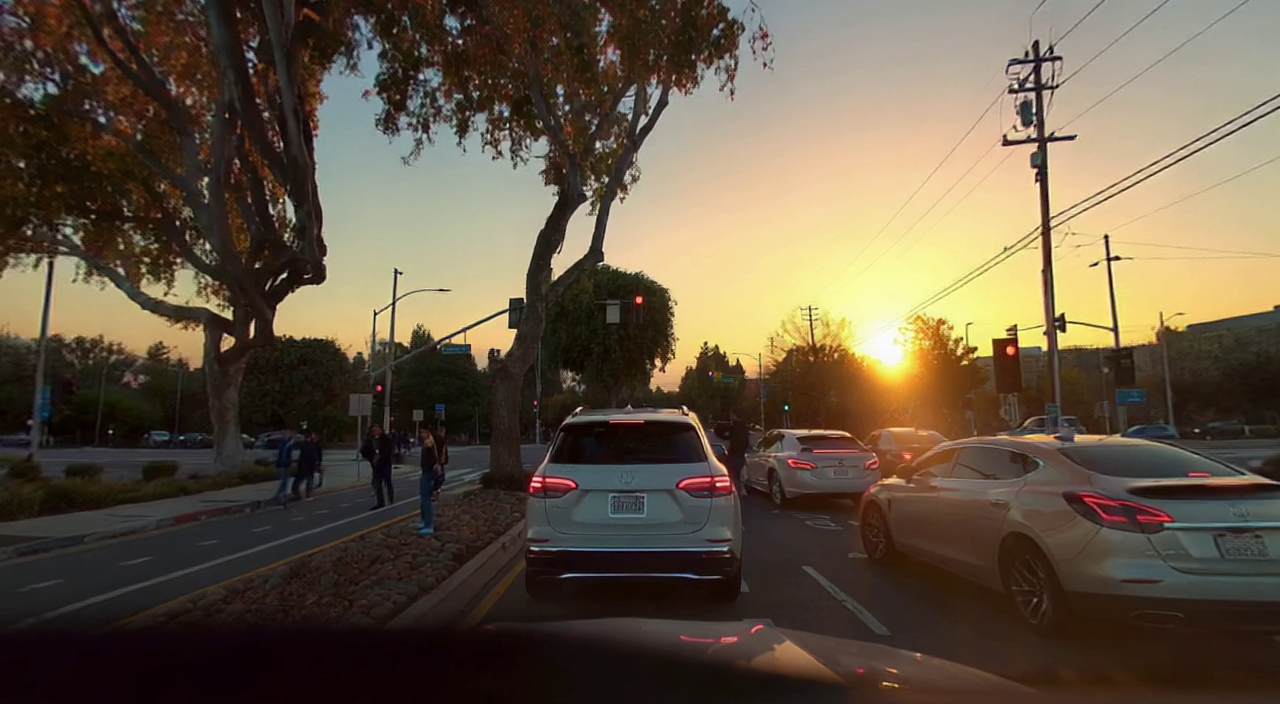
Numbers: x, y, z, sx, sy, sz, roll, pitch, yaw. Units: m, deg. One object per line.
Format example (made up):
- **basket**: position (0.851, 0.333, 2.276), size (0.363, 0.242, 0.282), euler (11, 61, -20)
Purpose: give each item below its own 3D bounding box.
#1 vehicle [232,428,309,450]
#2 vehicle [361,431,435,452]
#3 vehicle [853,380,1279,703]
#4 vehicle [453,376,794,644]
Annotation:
- **vehicle**: position (-27.603, 6.524, 47.215), size (4.587, 1.639, 1.878), euler (0, -8, 0)
- **vehicle**: position (-17.762, 6.561, 46.360), size (4.607, 1.478, 1.995), euler (0, -8, 0)
- **vehicle**: position (3.552, 1.300, 5.457), size (1.948, 1.677, 4.437), euler (0, -8, 1)
- **vehicle**: position (-0.157, 1.376, 6.529), size (2.271, 1.786, 4.443), euler (0, -8, -1)
